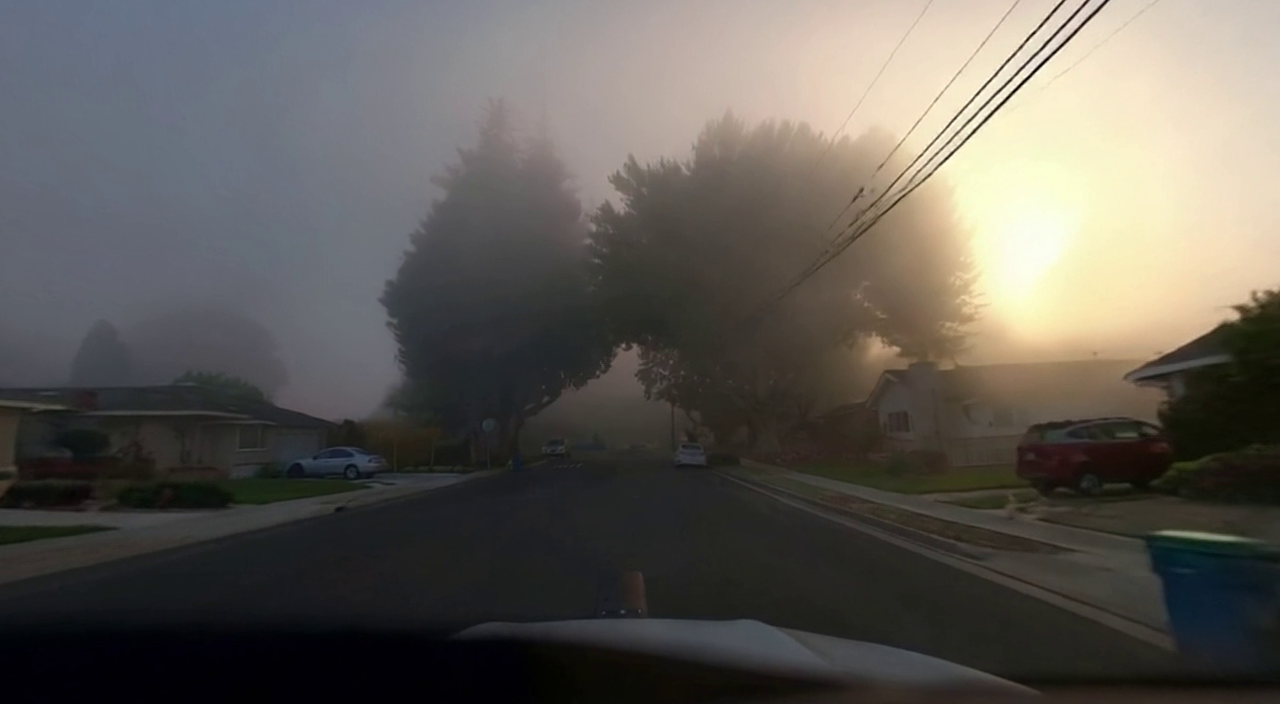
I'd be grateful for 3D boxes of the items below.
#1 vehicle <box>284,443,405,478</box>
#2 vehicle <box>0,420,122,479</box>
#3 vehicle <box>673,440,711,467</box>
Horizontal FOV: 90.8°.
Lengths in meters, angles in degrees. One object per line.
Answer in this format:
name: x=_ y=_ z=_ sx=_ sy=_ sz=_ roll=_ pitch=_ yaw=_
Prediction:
vehicle: x=-13.476 y=4.974 z=29.066 sx=4.572 sy=1.522 sz=1.999 roll=0 pitch=-9 yaw=-4
vehicle: x=-18.562 y=2.942 z=19.094 sx=4.093 sy=1.661 sz=1.765 roll=0 pitch=-8 yaw=-5
vehicle: x=3.019 y=6.011 z=37.497 sx=1.975 sy=1.528 sz=4.000 roll=0 pitch=-9 yaw=1
